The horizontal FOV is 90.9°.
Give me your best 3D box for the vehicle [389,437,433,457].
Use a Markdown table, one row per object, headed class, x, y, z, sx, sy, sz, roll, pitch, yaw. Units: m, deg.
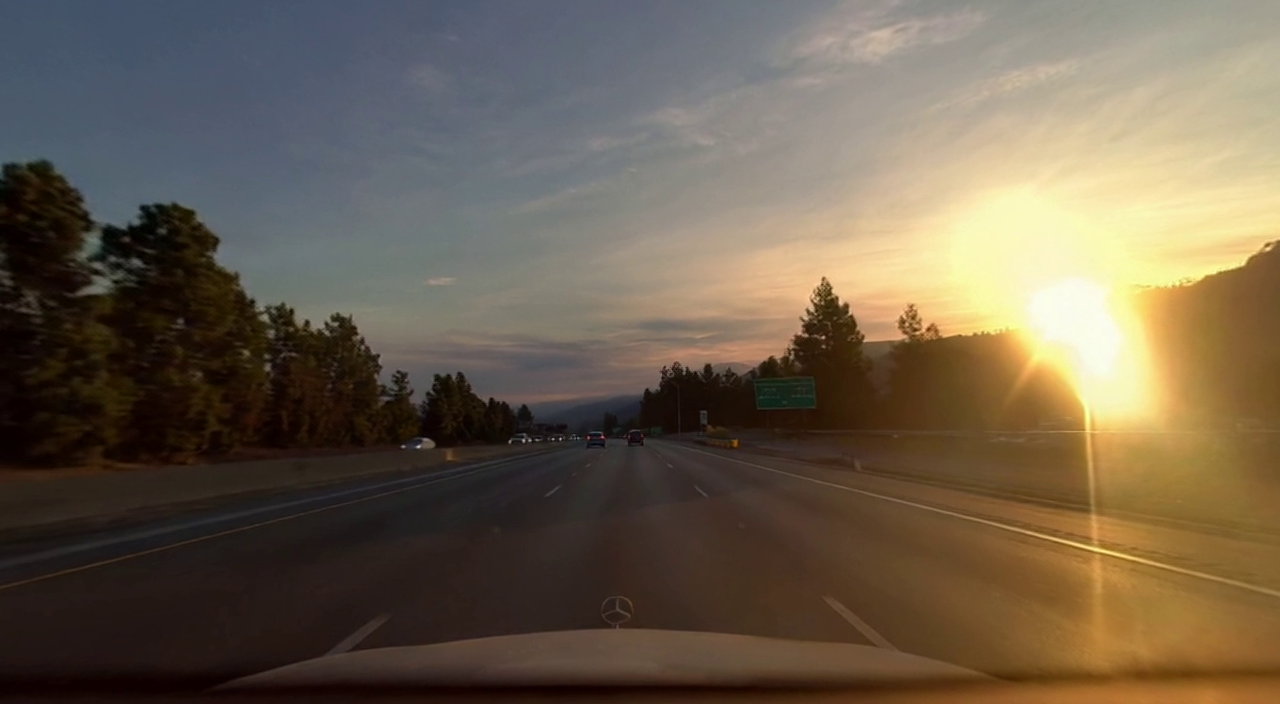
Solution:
| class | x | y | z | sx | sy | sz | roll | pitch | yaw |
| --- | --- | --- | --- | --- | --- | --- | --- | --- | --- |
| vehicle | -17.958 | 7.467 | 49.575 | 1.826 | 1.498 | 4.295 | 0 | -8 | 0 |
